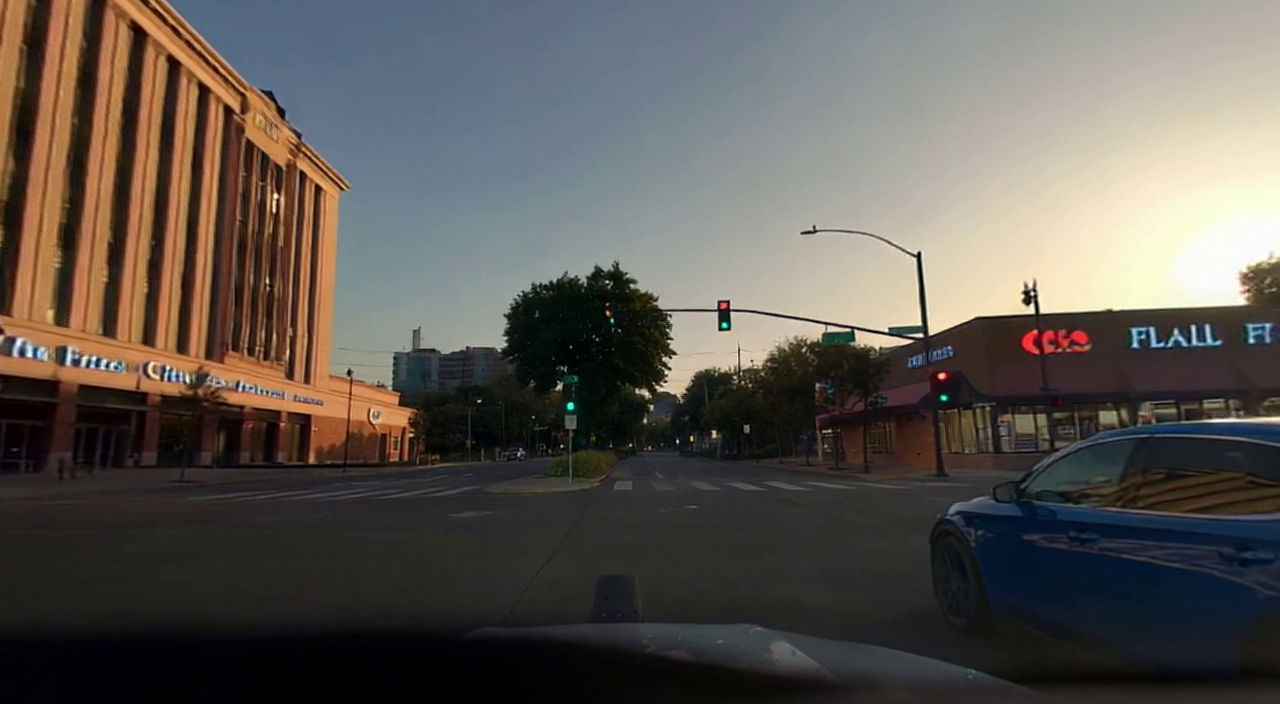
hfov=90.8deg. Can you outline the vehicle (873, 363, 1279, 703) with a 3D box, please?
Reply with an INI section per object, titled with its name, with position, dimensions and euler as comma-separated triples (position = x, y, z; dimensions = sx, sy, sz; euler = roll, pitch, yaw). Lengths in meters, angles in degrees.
[vehicle]
position = 3.153, 1.033, 3.232
dimensions = 2.015, 1.641, 4.995
euler = 0, -9, 0
